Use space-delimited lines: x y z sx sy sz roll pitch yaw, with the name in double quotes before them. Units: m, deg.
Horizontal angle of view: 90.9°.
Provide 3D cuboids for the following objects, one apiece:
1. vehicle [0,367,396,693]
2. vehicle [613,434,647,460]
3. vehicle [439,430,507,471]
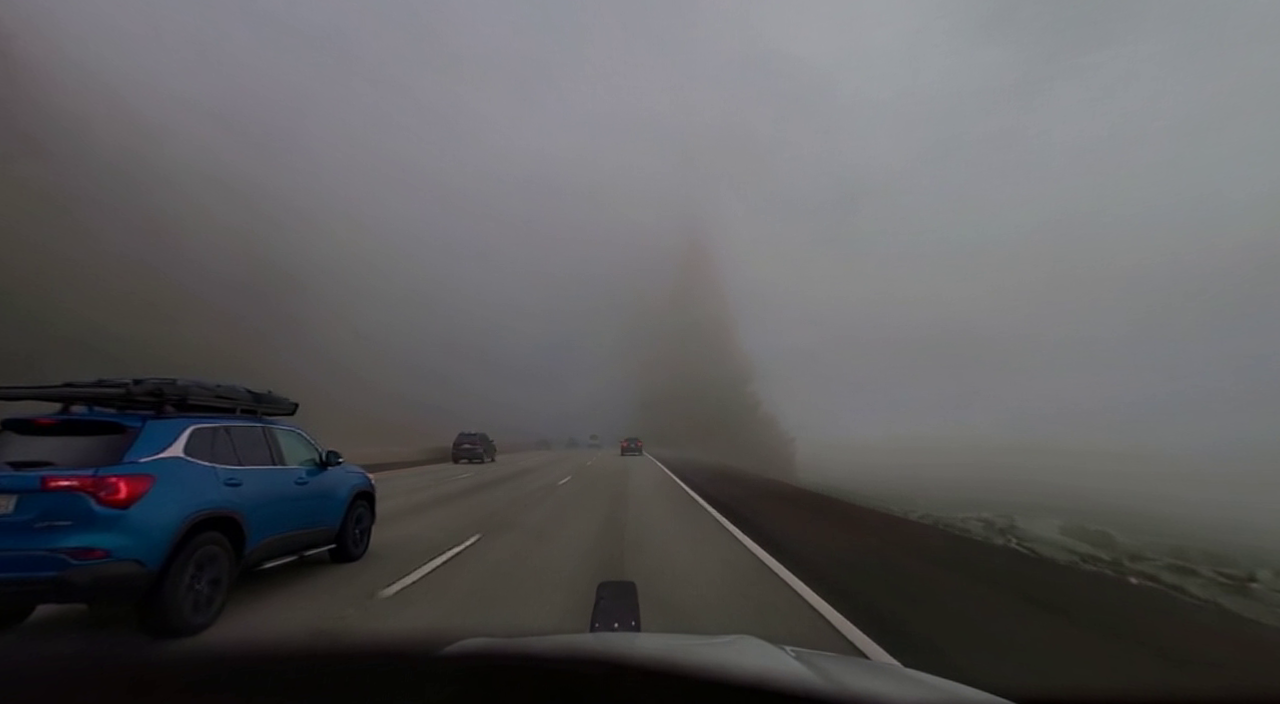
"vehicle" -4.188 1.260 5.772 2.069 1.748 4.652 0 -8 -1
"vehicle" -0.678 6.352 42.267 2.178 1.658 3.916 0 -7 -1
"vehicle" -7.722 4.567 29.606 1.964 1.745 4.338 0 -8 1
